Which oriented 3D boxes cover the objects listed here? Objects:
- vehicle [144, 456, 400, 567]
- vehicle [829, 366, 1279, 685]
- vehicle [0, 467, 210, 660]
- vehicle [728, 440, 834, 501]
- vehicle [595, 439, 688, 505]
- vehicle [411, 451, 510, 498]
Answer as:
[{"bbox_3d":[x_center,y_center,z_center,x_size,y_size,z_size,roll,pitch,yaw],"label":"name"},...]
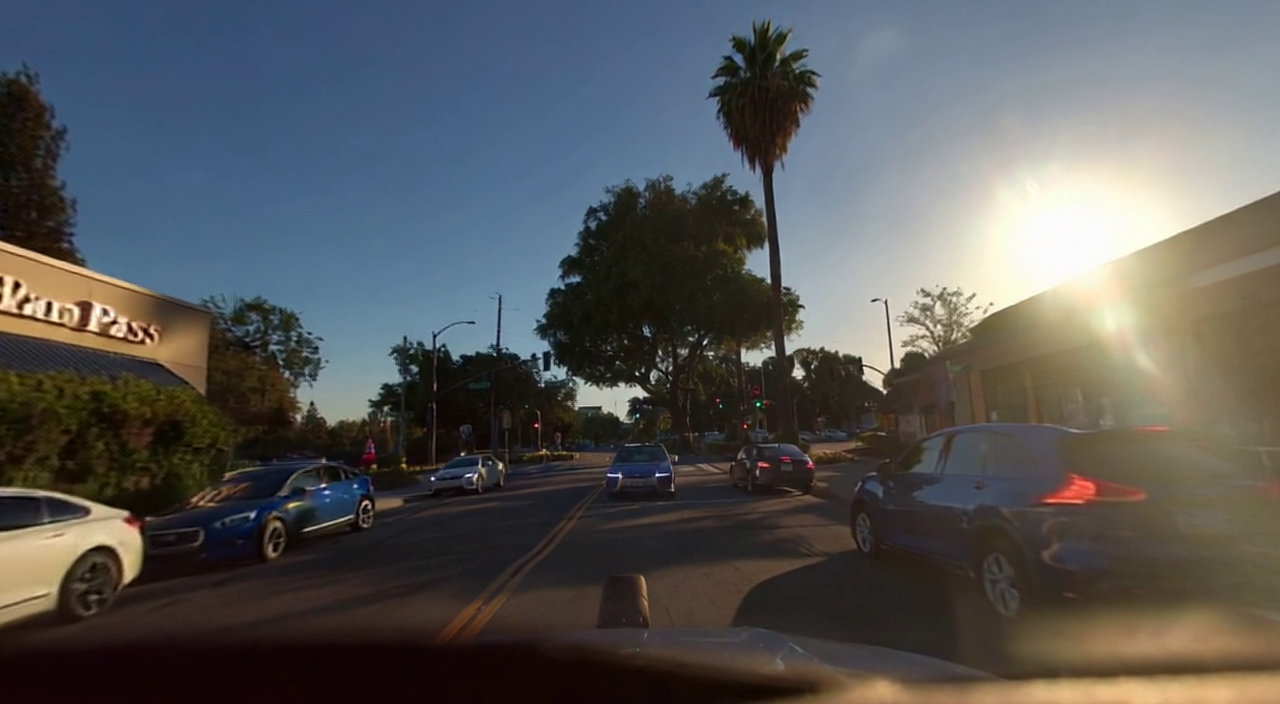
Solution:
[{"bbox_3d":[-6.139,2.659,11.318,1.850,1.482,4.454,0,-8,1],"label":"vehicle"},{"bbox_3d":[3.671,1.349,6.198,2.099,1.786,5.198,0,-9,1],"label":"vehicle"},{"bbox_3d":[-6.148,1.768,5.145,1.874,1.472,4.668,0,-8,2],"label":"vehicle"},{"bbox_3d":[3.644,3.140,17.191,1.821,1.417,4.454,0,-9,0],"label":"vehicle"},{"bbox_3d":[0.023,2.968,16.075,2.060,1.452,4.078,0,-9,0],"label":"vehicle"},{"bbox_3d":[-6.301,4.325,22.767,2.105,1.469,4.693,0,-9,1],"label":"vehicle"}]
